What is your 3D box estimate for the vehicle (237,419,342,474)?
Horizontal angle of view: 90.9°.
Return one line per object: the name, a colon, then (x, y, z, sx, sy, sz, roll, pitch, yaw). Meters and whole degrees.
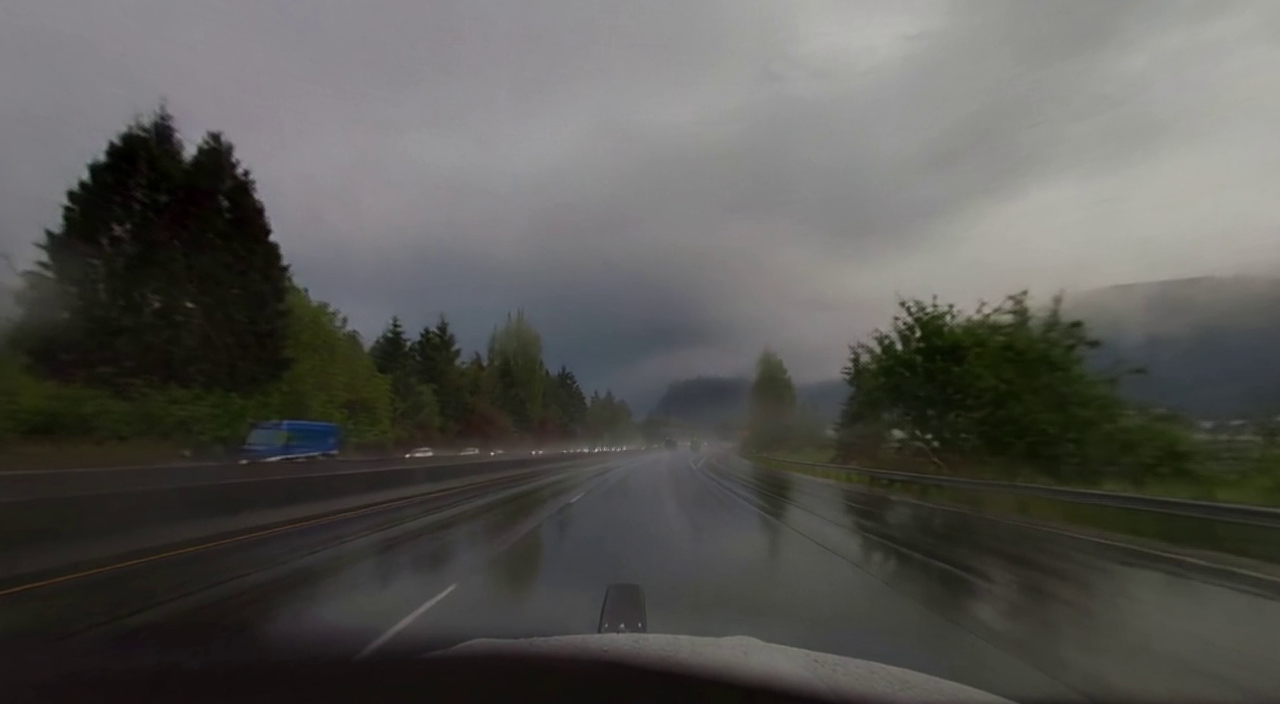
vehicle: (-25.319, 6.920, 46.093, 3.046, 3.634, 7.542, 0, -9, 2)
